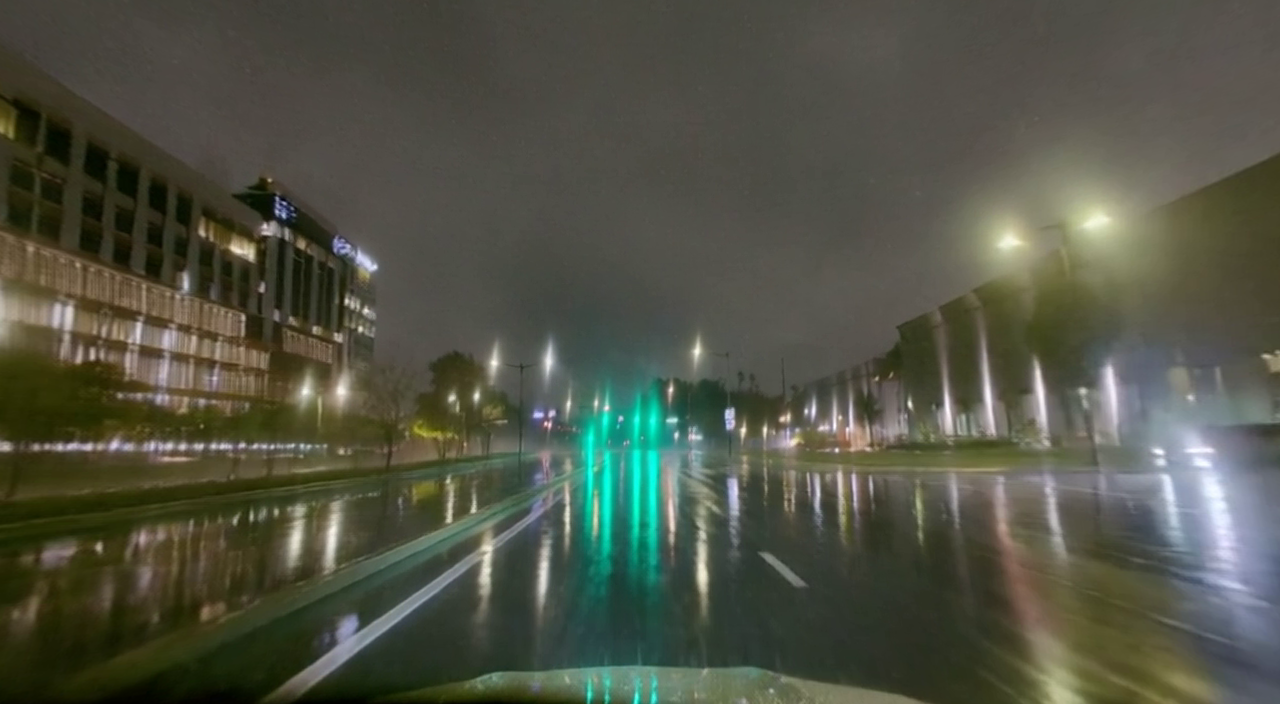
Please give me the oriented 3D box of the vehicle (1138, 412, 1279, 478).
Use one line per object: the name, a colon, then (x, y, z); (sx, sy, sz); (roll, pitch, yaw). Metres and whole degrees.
vehicle: (21.626, 3.167, 22.079); (6.615, 1.967, 2.328); (-2, -7, -5)
